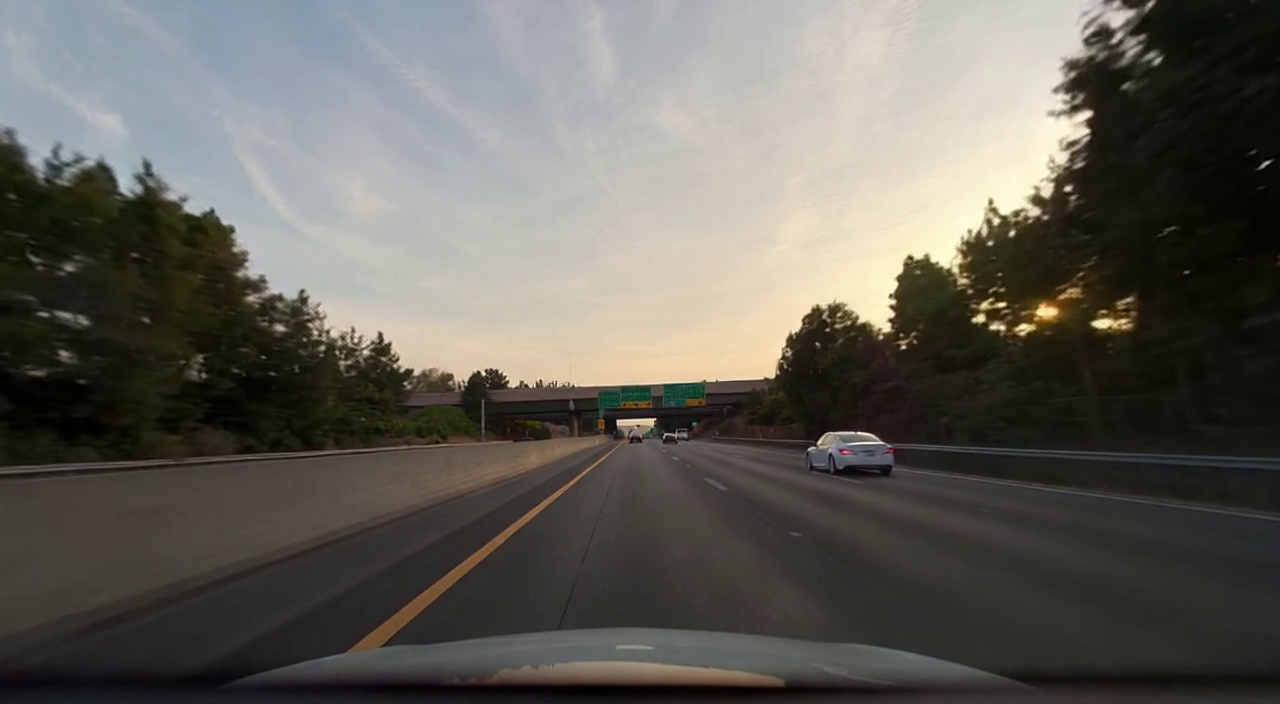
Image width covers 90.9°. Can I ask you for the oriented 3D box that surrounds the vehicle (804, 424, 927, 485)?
[{"bbox_3d":[6.515,2.990,18.736,1.940,1.578,4.122,0,-8,-3],"label":"vehicle"}]
